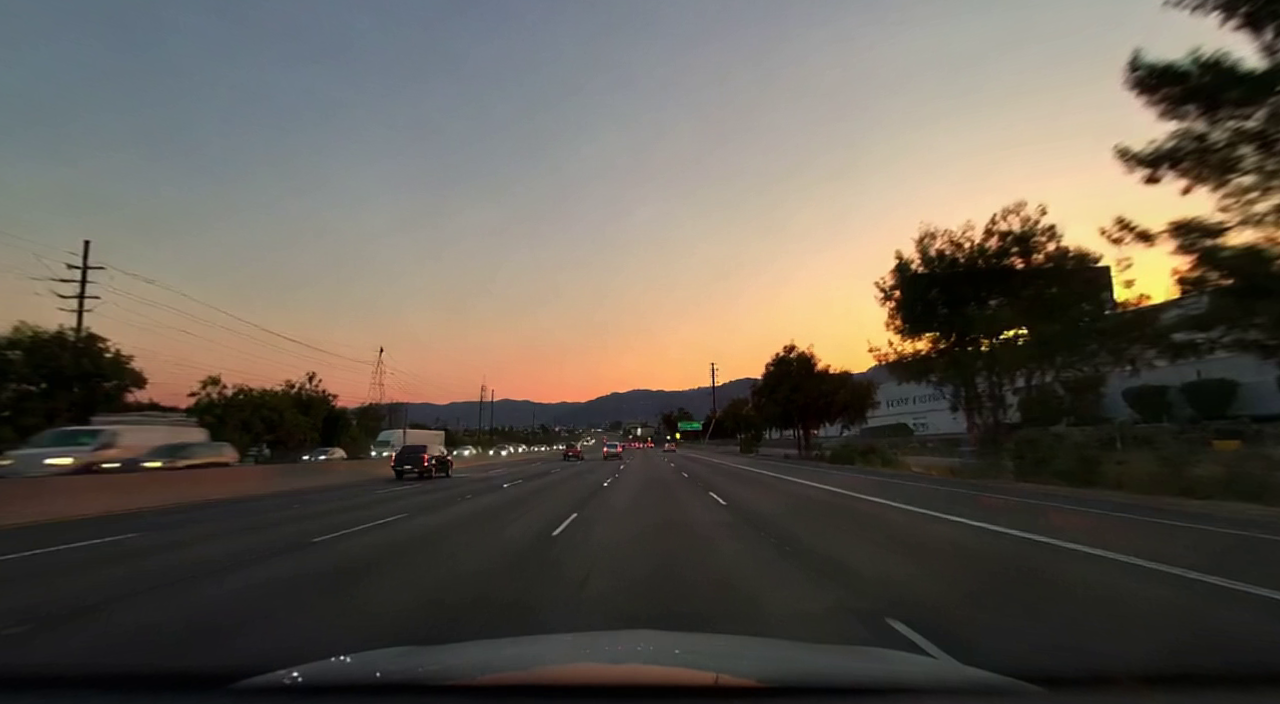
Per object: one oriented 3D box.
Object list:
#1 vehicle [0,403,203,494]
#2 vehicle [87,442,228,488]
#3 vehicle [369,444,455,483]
[{"bbox_3d":[-22.091,3.948,25.821,2.796,3.163,7.255,0,-9,1],"label":"vehicle"},{"bbox_3d":[-18.823,4.409,24.821,1.950,1.632,4.501,0,-9,1],"label":"vehicle"},{"bbox_3d":[-9.730,4.769,27.228,1.974,1.513,4.584,0,-9,0],"label":"vehicle"}]
